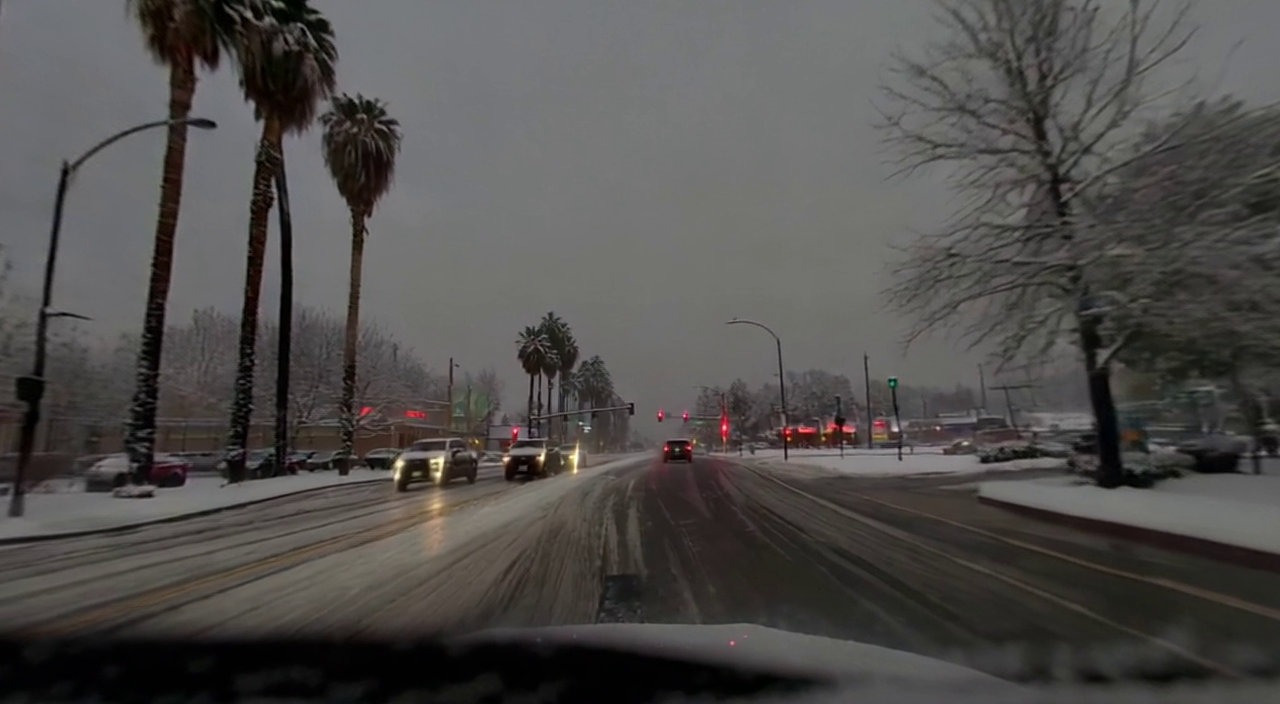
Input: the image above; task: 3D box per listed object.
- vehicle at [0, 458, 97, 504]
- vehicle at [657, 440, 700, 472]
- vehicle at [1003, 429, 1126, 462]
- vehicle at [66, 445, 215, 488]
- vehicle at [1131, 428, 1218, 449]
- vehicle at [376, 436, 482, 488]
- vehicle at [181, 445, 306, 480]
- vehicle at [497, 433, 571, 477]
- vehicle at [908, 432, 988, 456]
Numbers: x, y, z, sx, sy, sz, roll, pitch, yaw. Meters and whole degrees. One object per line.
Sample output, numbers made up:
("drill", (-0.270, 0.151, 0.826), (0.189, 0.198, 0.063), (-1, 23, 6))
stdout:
("vehicle", (-21.085, 4.305, 20.832), (4.552, 1.389, 1.779), (-2, -10, 2))
("vehicle", (1.950, 5.352, 32.654), (2.065, 1.507, 4.225), (0, -9, 2))
("vehicle", (18.910, 4.195, 28.155), (4.140, 1.422, 1.869), (0, -9, 0))
("vehicle", (-21.095, 4.859, 26.757), (4.498, 1.729, 2.102), (0, -9, 1))
("vehicle", (37.583, 6.114, 44.365), (1.789, 1.377, 4.162), (4, -9, -25))
("vehicle", (-9.018, 4.752, 27.626), (2.328, 1.976, 5.915), (0, -9, 3))
("vehicle", (-20.643, 5.776, 32.912), (5.050, 1.758, 2.134), (0, -9, 3))
("vehicle", (-5.182, 5.145, 31.795), (2.551, 1.995, 5.615), (0, -9, 2))
("vehicle", (21.638, 6.491, 44.409), (2.028, 1.556, 4.625), (5, -10, -29))
